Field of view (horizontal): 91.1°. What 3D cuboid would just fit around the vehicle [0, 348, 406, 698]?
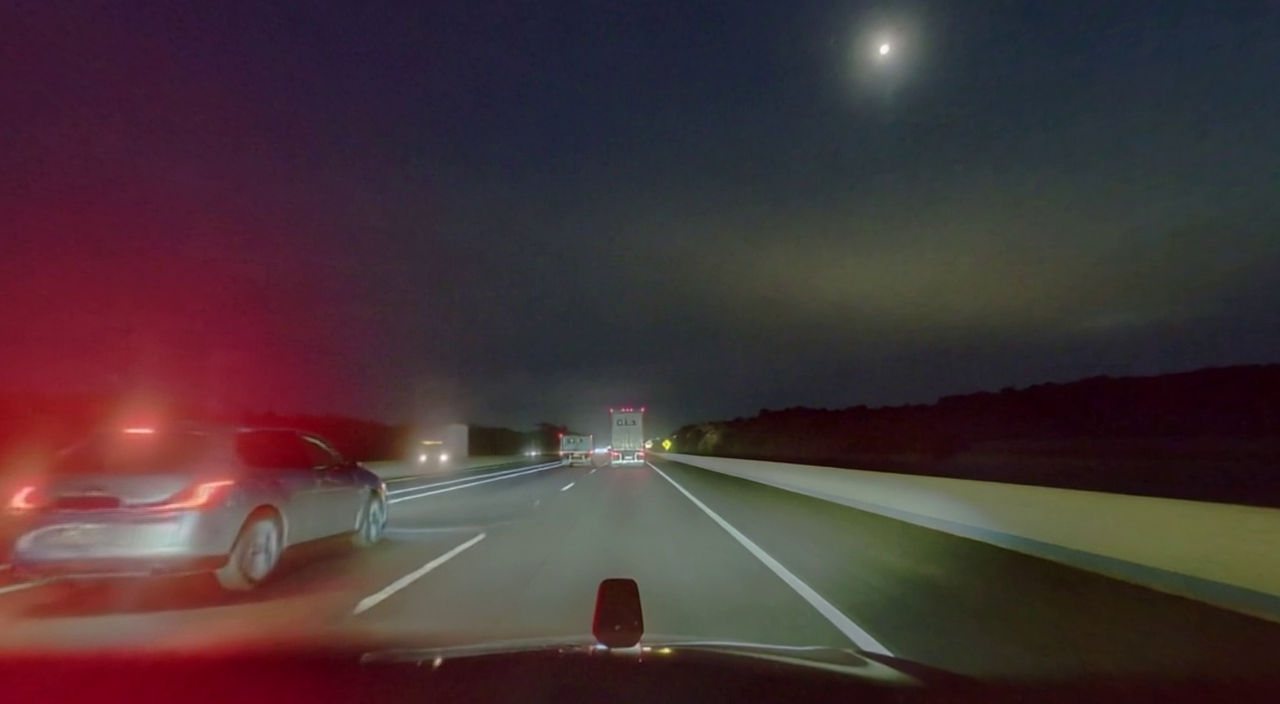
[{"bbox_3d":[-4.356,1.335,6.102,2.226,1.935,5.130,0,-9,-1],"label":"vehicle"}]

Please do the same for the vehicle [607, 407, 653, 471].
[{"bbox_3d":[-0.753,6.288,44.983,2.923,4.007,9.760,0,-9,-1],"label":"vehicle"}]
